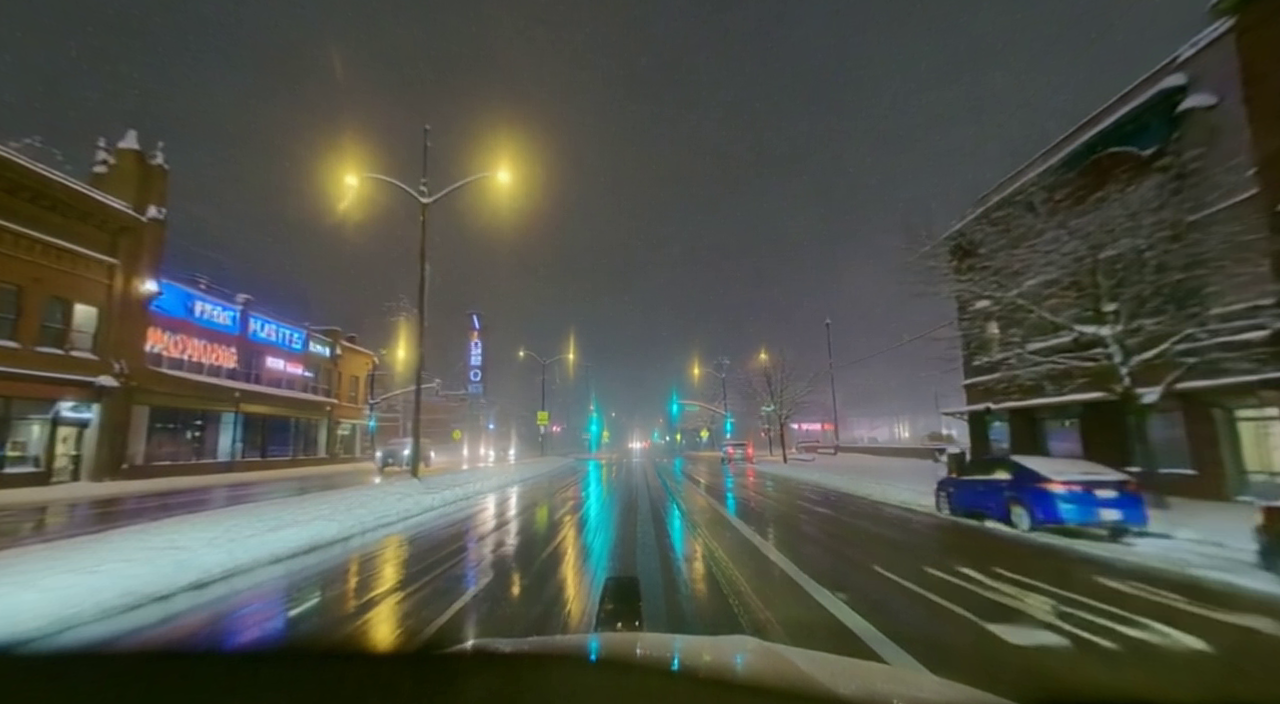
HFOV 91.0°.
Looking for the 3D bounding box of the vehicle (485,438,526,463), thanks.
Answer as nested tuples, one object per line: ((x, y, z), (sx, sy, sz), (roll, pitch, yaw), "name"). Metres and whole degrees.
((-10.385, 7.646, 48.934), (2.155, 1.830, 4.564), (0, -8, 0), "vehicle")

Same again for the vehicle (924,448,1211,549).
((7.294, 2.487, 11.518), (2.009, 1.429, 4.562), (0, -8, -1), "vehicle")

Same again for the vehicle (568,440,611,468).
((-2.822, 5.816, 35.997), (2.078, 1.471, 4.217), (0, -8, 0), "vehicle")

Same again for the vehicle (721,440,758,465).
((7.285, 7.376, 46.343), (1.950, 1.686, 4.509), (0, -8, -1), "vehicle")
